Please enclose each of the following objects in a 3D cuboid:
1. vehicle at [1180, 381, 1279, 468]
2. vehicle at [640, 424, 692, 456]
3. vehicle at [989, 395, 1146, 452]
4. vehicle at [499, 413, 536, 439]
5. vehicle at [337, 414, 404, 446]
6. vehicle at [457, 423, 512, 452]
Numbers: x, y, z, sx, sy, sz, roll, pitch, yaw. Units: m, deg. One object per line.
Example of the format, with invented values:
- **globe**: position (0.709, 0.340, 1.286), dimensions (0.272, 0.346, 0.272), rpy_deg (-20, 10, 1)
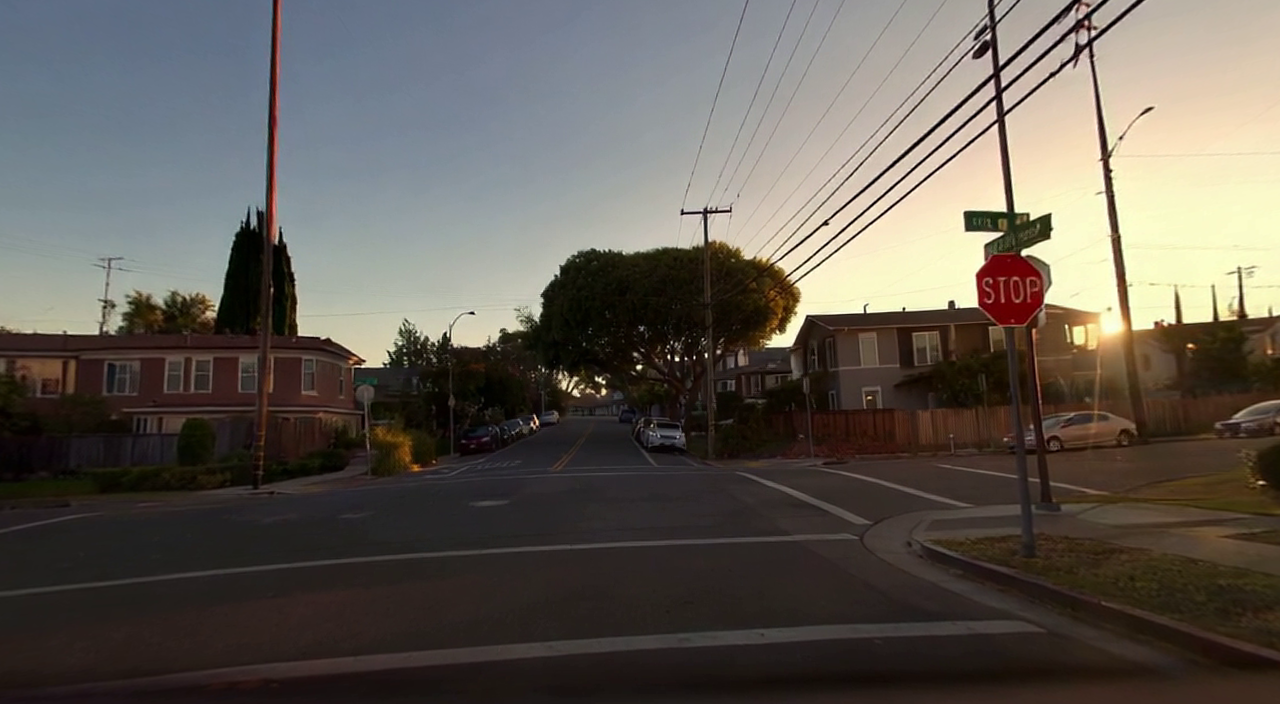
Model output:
- **vehicle**: position (15.441, 1.709, 14.647), dimensions (4.389, 1.818, 2.062), rpy_deg (2, -9, -13)
- **vehicle**: position (1.249, 4.522, 32.339), dimensions (2.120, 1.487, 4.360), rpy_deg (1, -8, -5)
- **vehicle**: position (16.812, 2.854, 24.927), dimensions (4.985, 2.088, 2.141), rpy_deg (2, -9, -13)
- **vehicle**: position (-9.366, 5.736, 48.630), dimensions (2.104, 1.898, 4.396), rpy_deg (0, -8, -3)
- **vehicle**: position (-14.845, 4.397, 35.122), dimensions (1.992, 1.678, 4.658), rpy_deg (0, -8, -5)
- **vehicle**: position (-8.838, 4.945, 36.396), dimensions (2.065, 1.553, 4.636), rpy_deg (0, -8, -1)
